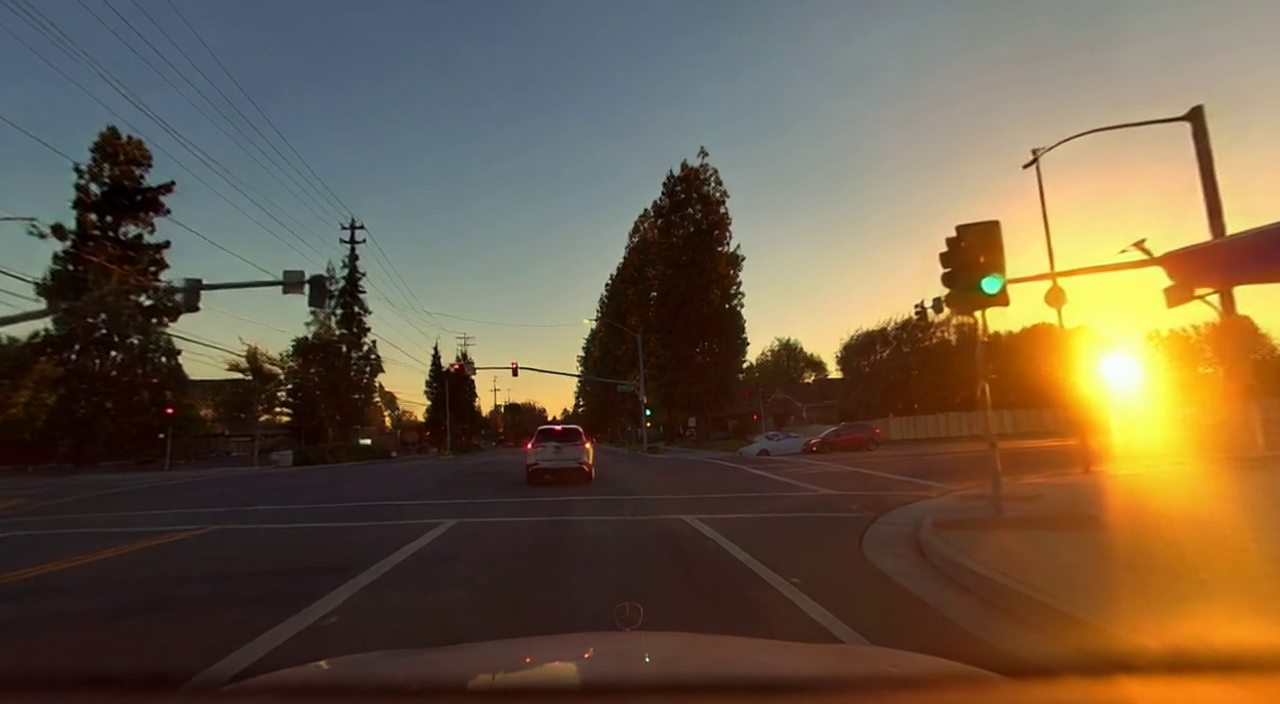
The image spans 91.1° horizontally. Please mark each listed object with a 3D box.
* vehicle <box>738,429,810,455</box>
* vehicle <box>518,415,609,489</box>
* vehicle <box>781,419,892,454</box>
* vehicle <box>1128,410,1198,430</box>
[{"bbox_3d":[7.976,5.418,37.715,3.990,1.548,1.780,-1,-8,5],"label":"vehicle"},{"bbox_3d":[-2.118,2.910,18.536,2.300,1.868,4.690,1,-8,-4],"label":"vehicle"},{"bbox_3d":[10.254,4.432,32.984,5.149,1.725,1.964,0,-8,-4],"label":"vehicle"},{"bbox_3d":[39.446,5.153,47.389,3.805,1.451,1.641,0,-8,-3],"label":"vehicle"}]
